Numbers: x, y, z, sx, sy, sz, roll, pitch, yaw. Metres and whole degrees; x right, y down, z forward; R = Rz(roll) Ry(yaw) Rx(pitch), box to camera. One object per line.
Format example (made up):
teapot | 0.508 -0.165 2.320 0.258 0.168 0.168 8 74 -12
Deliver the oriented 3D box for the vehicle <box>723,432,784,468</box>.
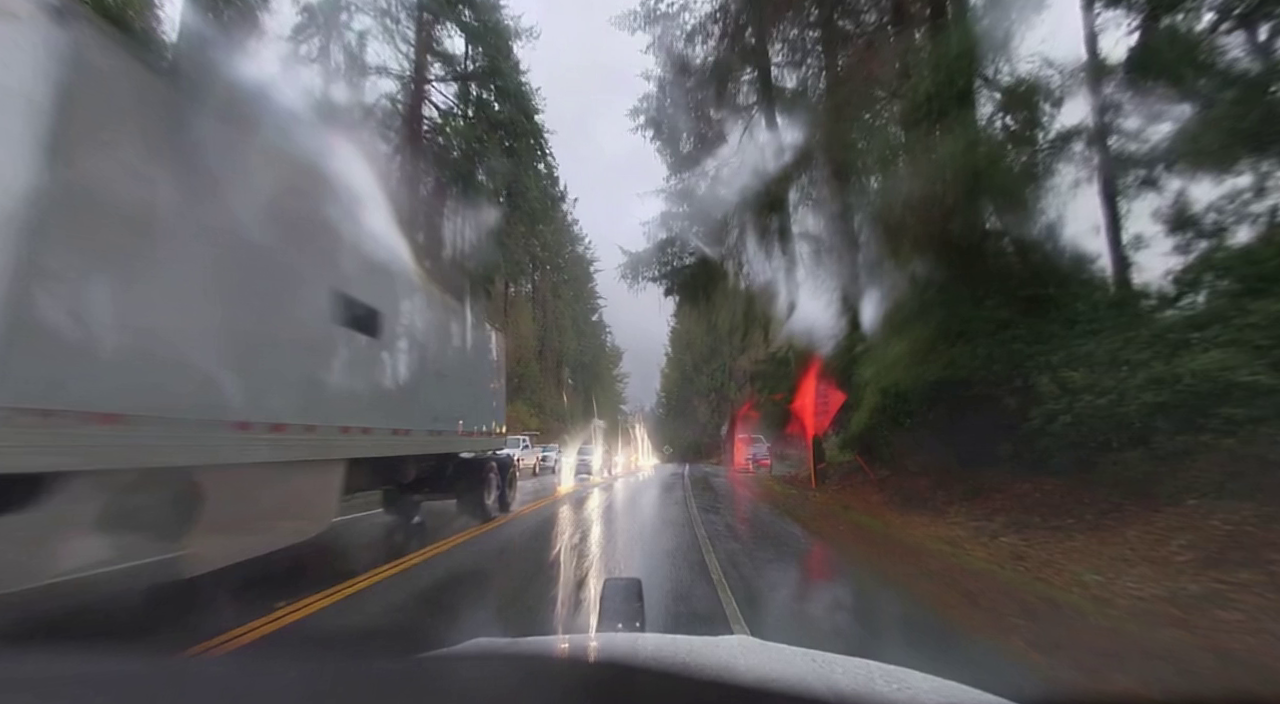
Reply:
vehicle | 7.014 6.194 40.017 2.845 2.053 6.457 0 -8 2

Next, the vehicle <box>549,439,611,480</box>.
vehicle | -2.825 5.215 30.966 2.177 1.803 4.690 -1 -8 5

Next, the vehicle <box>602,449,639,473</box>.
vehicle | -1.317 7.495 43.758 1.981 1.410 4.162 -4 -9 5

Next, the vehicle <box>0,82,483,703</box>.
vehicle | -4.109 0.752 5.480 3.158 2.808 8.423 0 -8 1
